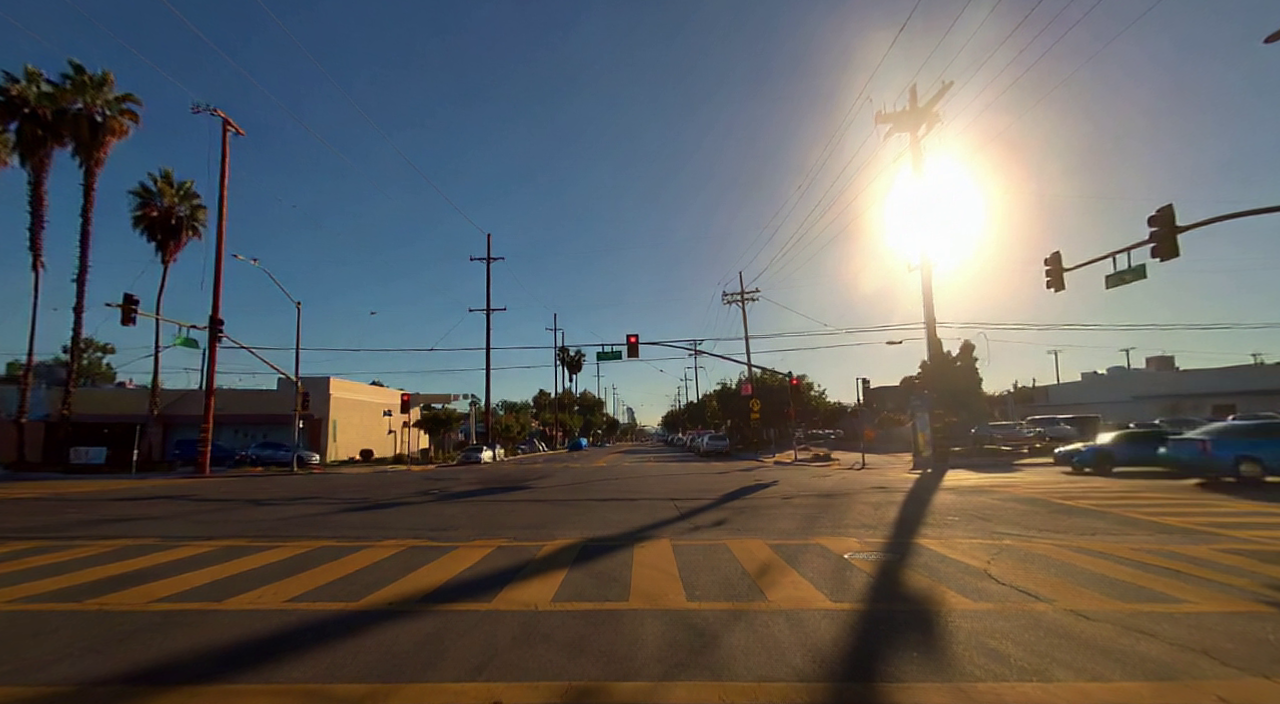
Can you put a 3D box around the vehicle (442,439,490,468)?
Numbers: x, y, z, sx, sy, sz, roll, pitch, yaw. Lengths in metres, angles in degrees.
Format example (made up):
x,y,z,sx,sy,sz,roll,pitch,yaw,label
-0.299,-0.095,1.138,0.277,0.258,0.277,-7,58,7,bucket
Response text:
x,y,z,sx,sy,sz,roll,pitch,yaw,label
-11.964,6.986,43.807,2.016,1.717,4.287,0,-6,1,vehicle

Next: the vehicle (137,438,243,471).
x,y,z,sx,sy,sz,roll,pitch,yaw,label
-25.901,5.922,36.462,4.613,1.820,2.021,0,-9,3,vehicle

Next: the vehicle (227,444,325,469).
x,y,z,sx,sy,sz,roll,pitch,yaw,label
-22.308,6.427,38.855,4.849,1.444,1.881,0,-8,1,vehicle

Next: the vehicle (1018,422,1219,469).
x,y,z,sx,sy,sz,roll,pitch,yaw,label
15.723,3.114,21.027,4.918,1.479,1.897,-1,-9,8,vehicle

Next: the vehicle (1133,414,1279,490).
x,y,z,sx,sy,sz,roll,pitch,yaw,label
13.981,2.099,13.336,5.094,1.490,2.223,-3,-9,22,vehicle
